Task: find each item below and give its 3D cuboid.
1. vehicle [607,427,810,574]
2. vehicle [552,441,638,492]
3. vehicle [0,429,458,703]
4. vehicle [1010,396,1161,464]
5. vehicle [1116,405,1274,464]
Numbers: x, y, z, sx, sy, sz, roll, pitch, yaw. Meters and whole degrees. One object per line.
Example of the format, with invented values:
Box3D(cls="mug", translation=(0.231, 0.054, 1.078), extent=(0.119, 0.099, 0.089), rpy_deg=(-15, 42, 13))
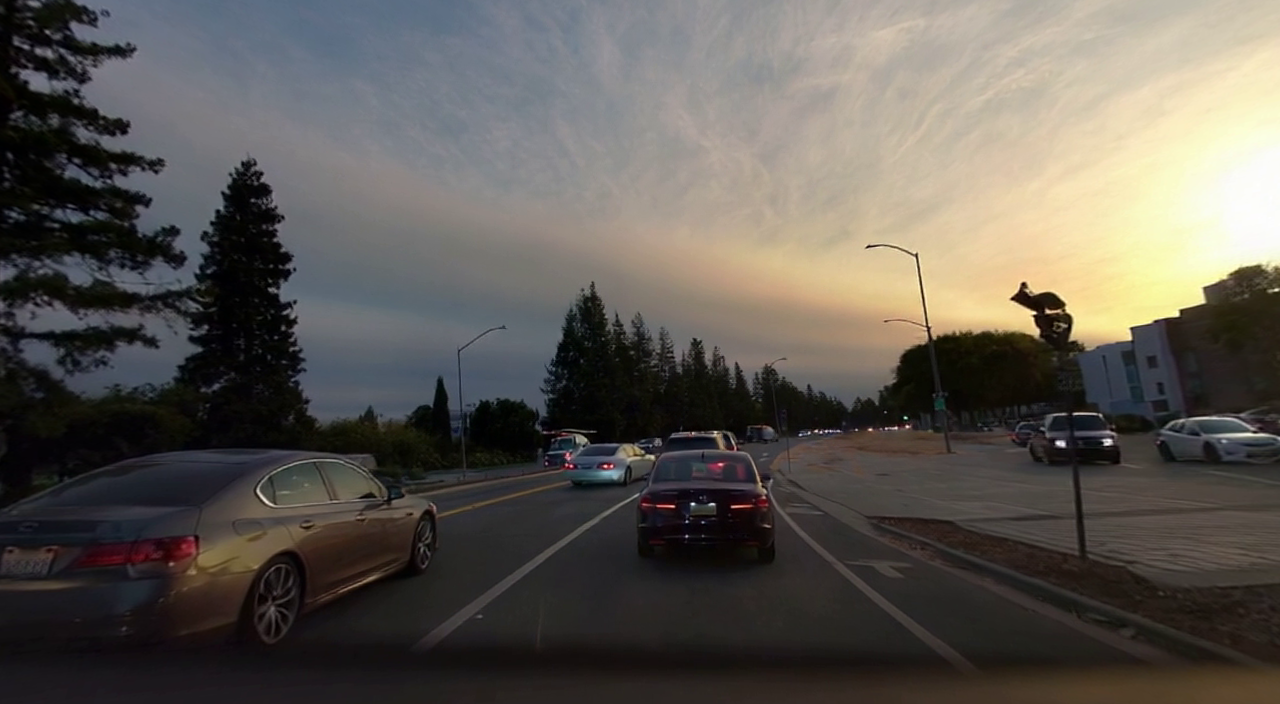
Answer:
Box3D(cls="vehicle", translation=(0.883, 1.891, 8.823), extent=(2.142, 1.528, 4.133), rpy_deg=(-1, -9, 5))
Box3D(cls="vehicle", translation=(-1.361, 3.773, 21.087), extent=(1.870, 1.490, 4.187), rpy_deg=(-2, -9, 10))
Box3D(cls="vehicle", translation=(-3.199, 1.457, 5.186), extent=(1.940, 1.502, 4.241), rpy_deg=(-1, -9, 3))
Box3D(cls="vehicle", translation=(14.215, 2.615, 20.511), extent=(2.288, 1.933, 4.612), rpy_deg=(-2, -9, 13))
Box3D(cls="vehicle", translation=(17.247, 2.627, 19.876), extent=(1.803, 1.518, 3.893), rpy_deg=(-7, -9, 10))
